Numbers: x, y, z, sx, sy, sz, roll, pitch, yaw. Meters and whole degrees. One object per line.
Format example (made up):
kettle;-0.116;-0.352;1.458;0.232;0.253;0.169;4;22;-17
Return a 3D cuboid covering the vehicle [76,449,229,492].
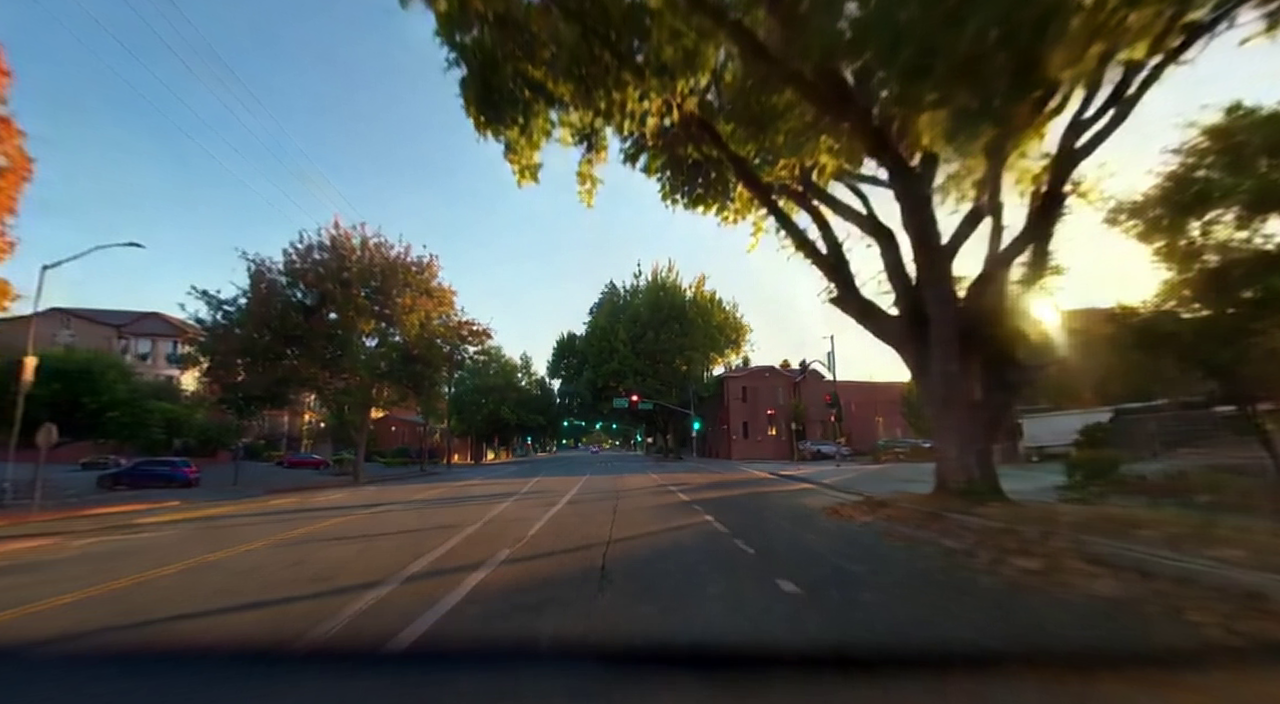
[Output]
vehicle;-24.103;5.841;31.464;5.473;1.957;2.253;1;-9;-7

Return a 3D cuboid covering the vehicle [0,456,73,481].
vehicle;-40.163;7.588;41.079;4.333;1.513;2.071;2;-9;-12
